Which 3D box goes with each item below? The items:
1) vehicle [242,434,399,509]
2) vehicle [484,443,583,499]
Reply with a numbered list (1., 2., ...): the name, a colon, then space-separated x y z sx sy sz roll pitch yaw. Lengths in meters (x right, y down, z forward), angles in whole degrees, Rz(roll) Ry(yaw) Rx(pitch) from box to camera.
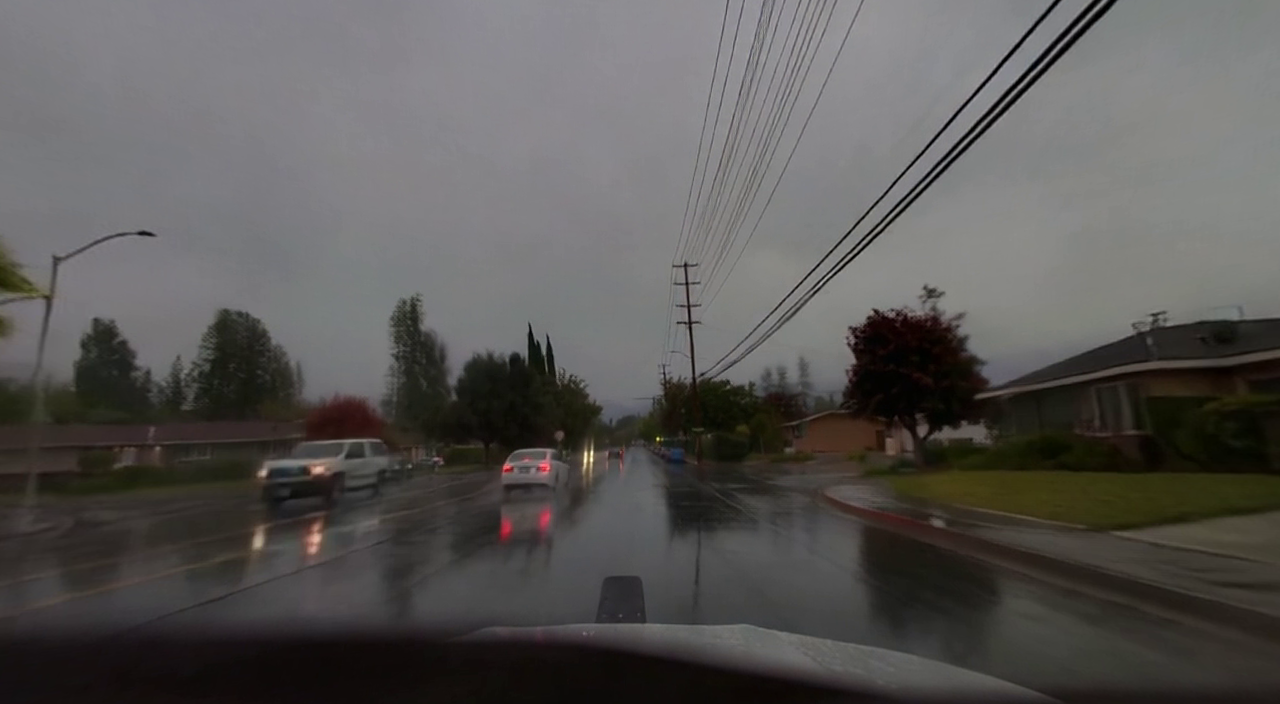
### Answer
1. vehicle: -9.594 3.606 19.681 2.115 1.978 5.647 1 -8 -2
2. vehicle: -3.036 3.503 19.105 2.041 1.471 4.602 0 -8 2
